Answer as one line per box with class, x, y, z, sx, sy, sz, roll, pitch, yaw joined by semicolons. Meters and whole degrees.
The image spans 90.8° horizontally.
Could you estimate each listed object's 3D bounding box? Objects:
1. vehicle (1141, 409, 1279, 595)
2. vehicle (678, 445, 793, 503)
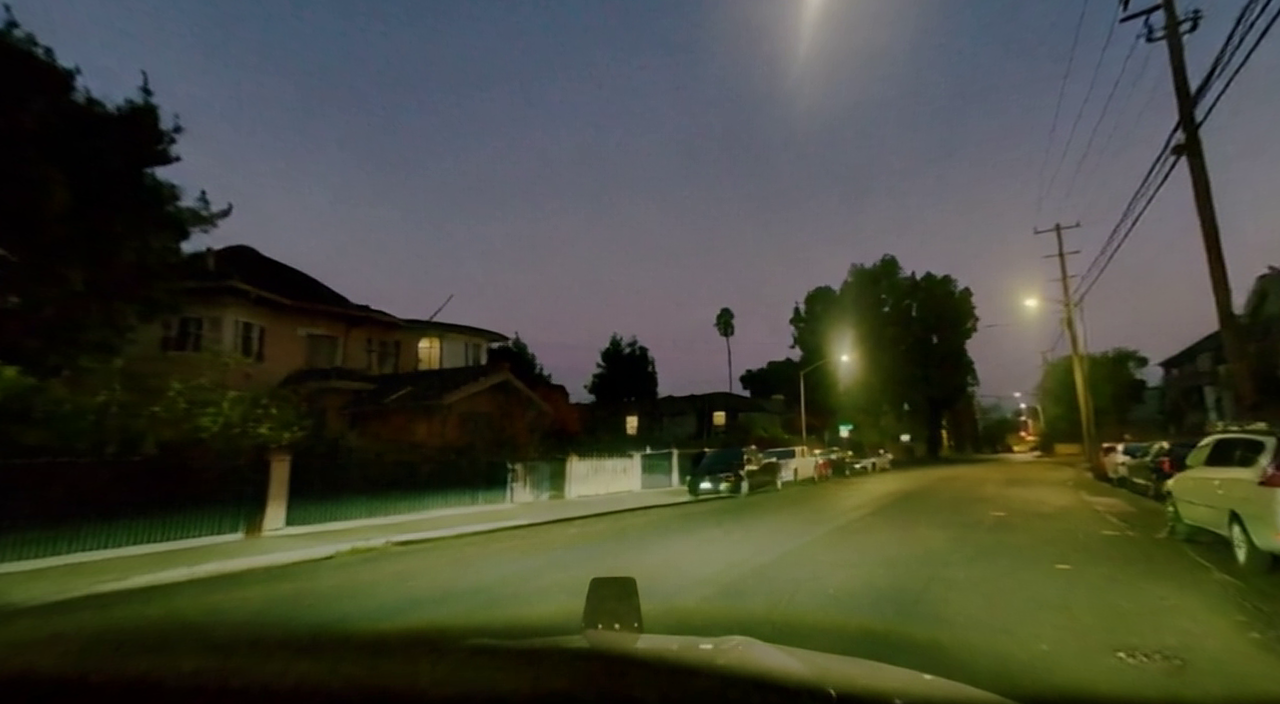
vehicle;7.854;1.545;7.298;2.439;1.670;4.631;-5;-9;29
vehicle;3.100;3.672;19.587;1.930;1.478;4.731;-5;-9;29
